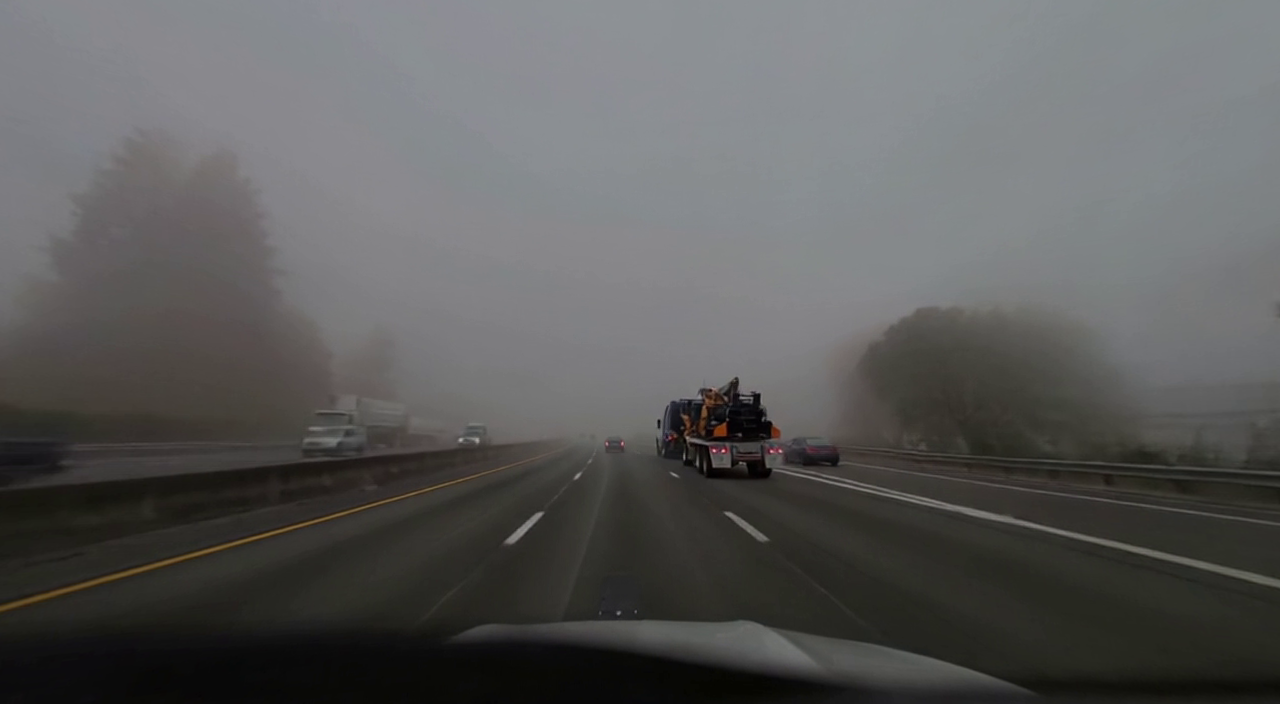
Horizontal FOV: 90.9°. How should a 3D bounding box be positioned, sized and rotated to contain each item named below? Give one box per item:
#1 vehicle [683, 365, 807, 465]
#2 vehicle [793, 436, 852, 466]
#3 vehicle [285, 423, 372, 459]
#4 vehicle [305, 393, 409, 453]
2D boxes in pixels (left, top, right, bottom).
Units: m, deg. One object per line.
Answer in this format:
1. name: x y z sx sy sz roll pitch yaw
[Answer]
1. vehicle: 3.624 2.563 24.207 2.833 3.180 8.004 1 -8 -4
2. vehicle: 9.748 5.287 33.973 1.820 1.469 4.257 0 -8 -1
3. vehicle: -15.682 4.513 32.000 2.205 1.666 4.526 0 -8 -2
4. vehicle: -19.854 5.229 45.153 3.022 3.791 10.271 0 -8 -3
